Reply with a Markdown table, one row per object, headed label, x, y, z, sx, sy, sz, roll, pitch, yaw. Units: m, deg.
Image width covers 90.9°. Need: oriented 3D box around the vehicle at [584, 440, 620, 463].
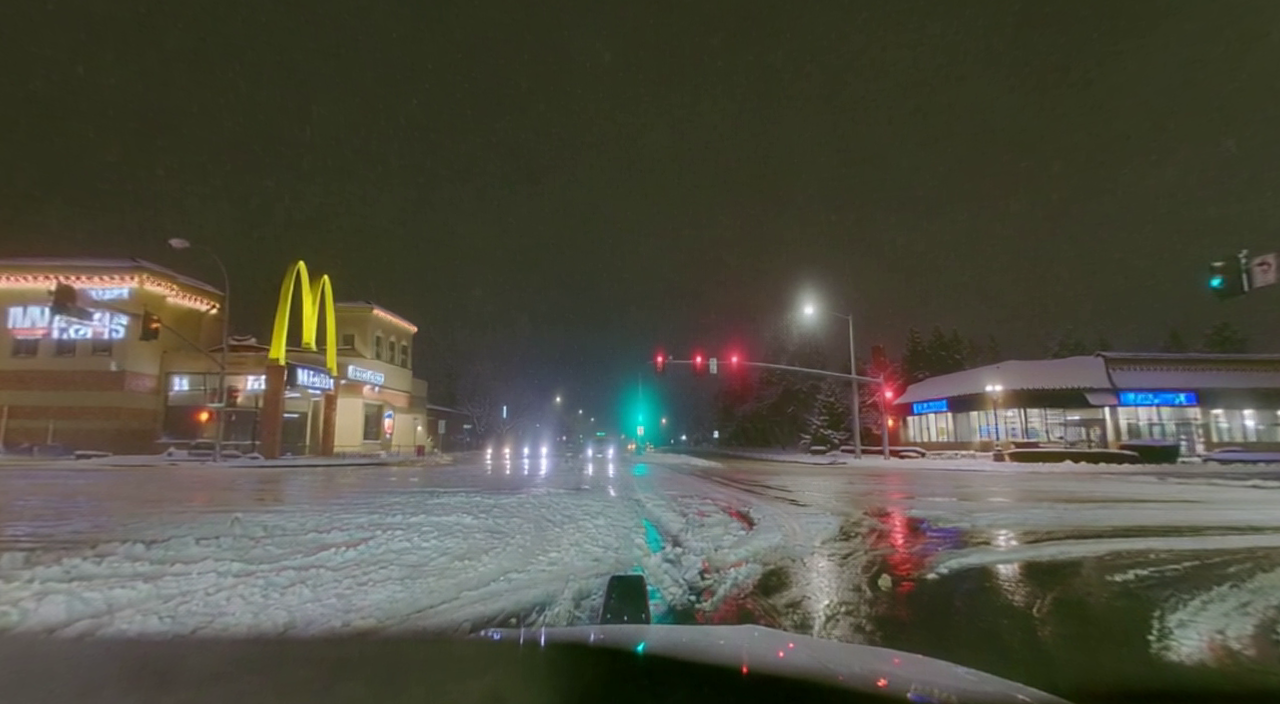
| label | x | y | z | sx | sy | sz | roll | pitch | yaw |
| --- | --- | --- | --- | --- | --- | --- | --- | --- | --- |
| vehicle | -2.518 | 6.702 | 42.758 | 2.104 | 1.468 | 4.195 | 0 | -8 | 1 |
